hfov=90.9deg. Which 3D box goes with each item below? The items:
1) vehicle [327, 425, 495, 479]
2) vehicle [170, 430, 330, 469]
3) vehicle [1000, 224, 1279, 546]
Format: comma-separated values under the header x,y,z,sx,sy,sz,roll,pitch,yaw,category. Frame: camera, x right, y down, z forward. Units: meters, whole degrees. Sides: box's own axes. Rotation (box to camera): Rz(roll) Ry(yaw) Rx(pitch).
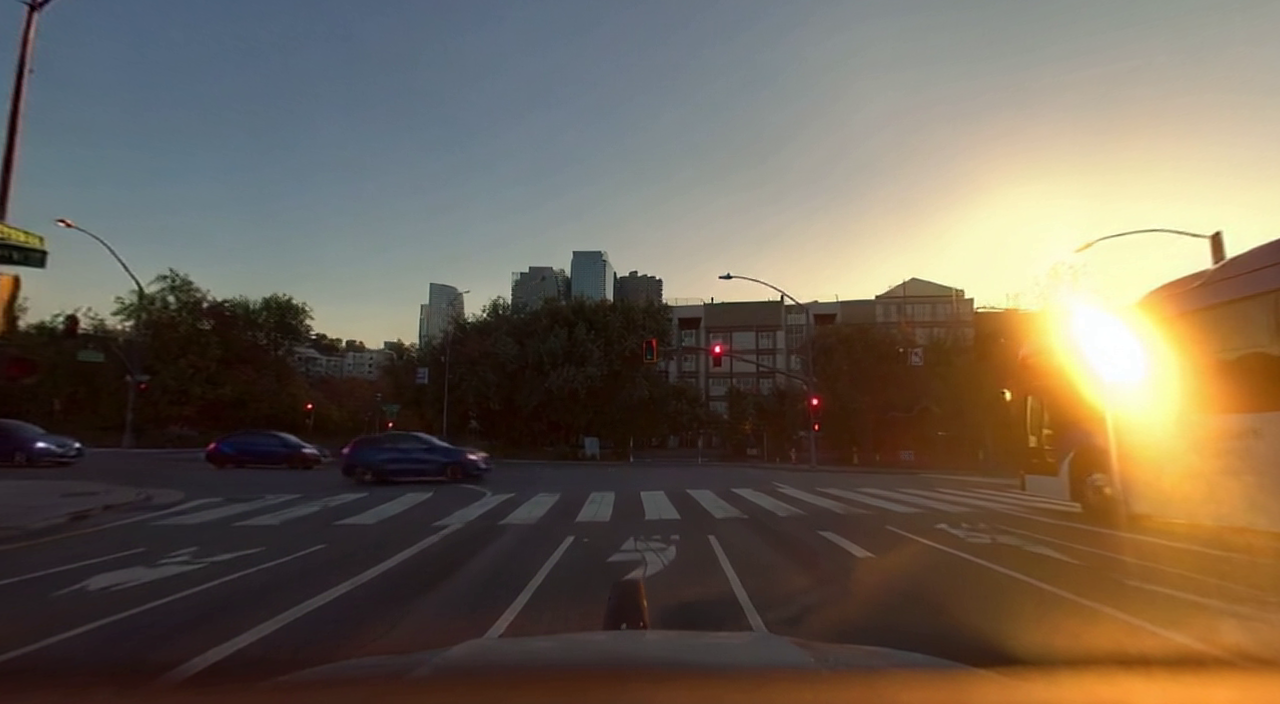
x,y,z,sx,sy,sz,roll,pitch,yaw,category
-7.583,3.393,21.283,5.014,1.675,1.906,4,-9,-18,vehicle
-15.854,3.990,25.988,5.203,1.488,1.907,3,-9,-18,vehicle
9.550,0.468,8.222,2.916,4.009,13.397,0,-8,5,vehicle
